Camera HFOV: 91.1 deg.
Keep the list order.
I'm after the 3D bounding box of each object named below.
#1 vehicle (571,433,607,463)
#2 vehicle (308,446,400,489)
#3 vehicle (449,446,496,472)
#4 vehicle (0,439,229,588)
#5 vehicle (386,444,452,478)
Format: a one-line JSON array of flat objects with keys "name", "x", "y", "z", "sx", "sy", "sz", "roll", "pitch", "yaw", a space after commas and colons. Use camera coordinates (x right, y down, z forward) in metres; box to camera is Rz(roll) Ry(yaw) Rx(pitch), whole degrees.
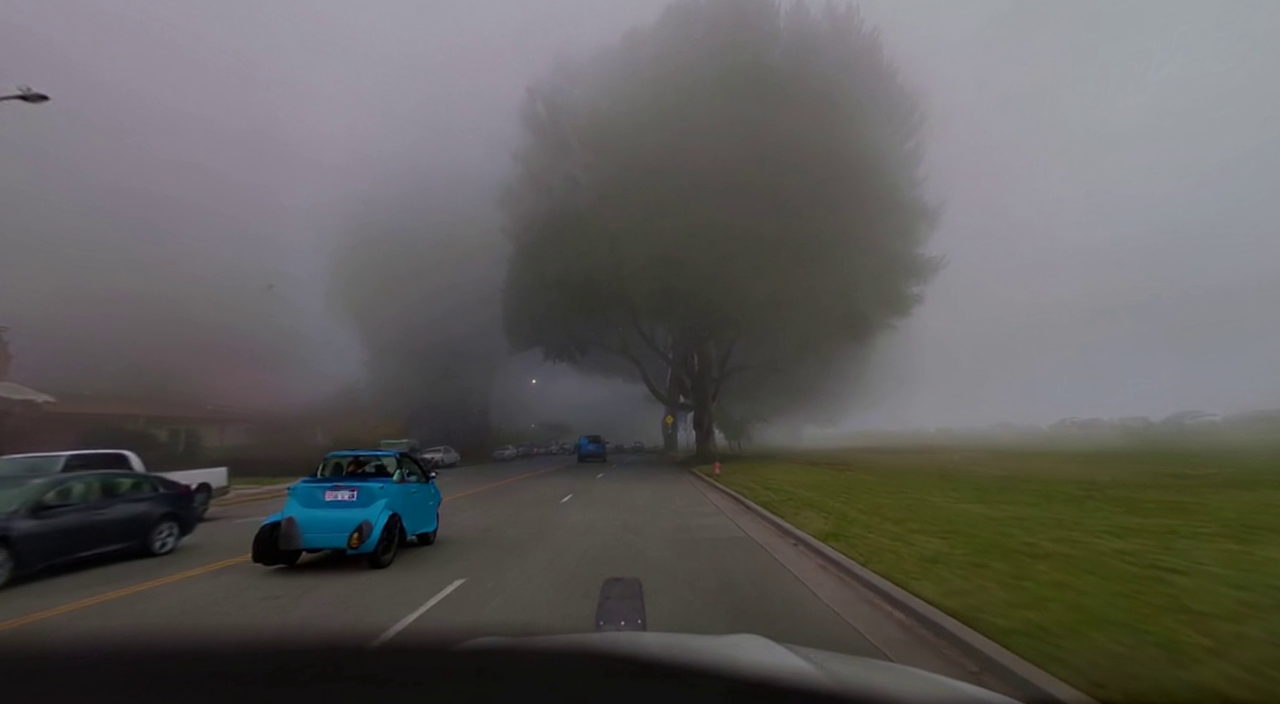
[{"name": "vehicle", "x": -3.199, "y": 6.185, "z": 40.438, "sx": 1.908, "sy": 1.809, "sz": 4.230, "roll": 0, "pitch": -8, "yaw": 1}, {"name": "vehicle", "x": -12.537, "y": 5.044, "z": 27.906, "sx": 2.106, "sy": 1.701, "sz": 4.629, "roll": 0, "pitch": -8, "yaw": -4}, {"name": "vehicle", "x": -12.412, "y": 7.938, "z": 46.812, "sx": 2.161, "sy": 1.781, "sz": 4.690, "roll": -1, "pitch": -8, "yaw": 1}, {"name": "vehicle", "x": -9.226, "y": 2.385, "z": 10.062, "sx": 2.019, "sy": 1.907, "sz": 4.697, "roll": -1, "pitch": -8, "yaw": 1}, {"name": "vehicle", "x": -12.491, "y": 6.152, "z": 35.804, "sx": 2.066, "sy": 1.785, "sz": 4.608, "roll": 0, "pitch": -8, "yaw": -1}]
